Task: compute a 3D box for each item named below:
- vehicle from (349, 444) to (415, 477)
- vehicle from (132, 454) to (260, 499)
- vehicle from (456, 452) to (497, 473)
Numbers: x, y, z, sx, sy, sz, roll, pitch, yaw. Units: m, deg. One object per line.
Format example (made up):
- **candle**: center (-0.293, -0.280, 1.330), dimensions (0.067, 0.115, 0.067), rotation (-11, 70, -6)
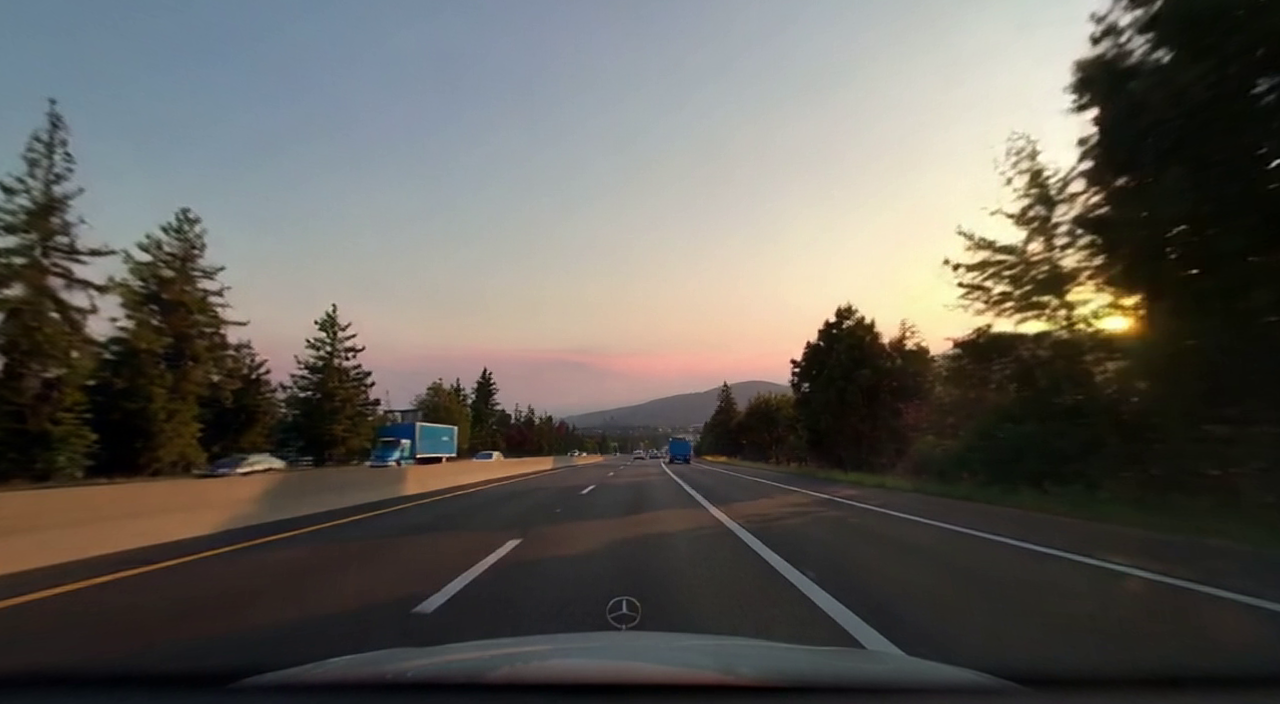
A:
- **vehicle**: center (-16.325, 6.879, 40.164), dimensions (2.111, 1.993, 4.812), rotation (0, -9, 1)
- **vehicle**: center (-15.849, 4.443, 22.764), dimensions (1.795, 1.442, 3.816), rotation (0, -9, 0)
- **vehicle**: center (-11.802, 8.026, 45.834), dimensions (1.858, 1.452, 4.016), rotation (0, -9, 1)
